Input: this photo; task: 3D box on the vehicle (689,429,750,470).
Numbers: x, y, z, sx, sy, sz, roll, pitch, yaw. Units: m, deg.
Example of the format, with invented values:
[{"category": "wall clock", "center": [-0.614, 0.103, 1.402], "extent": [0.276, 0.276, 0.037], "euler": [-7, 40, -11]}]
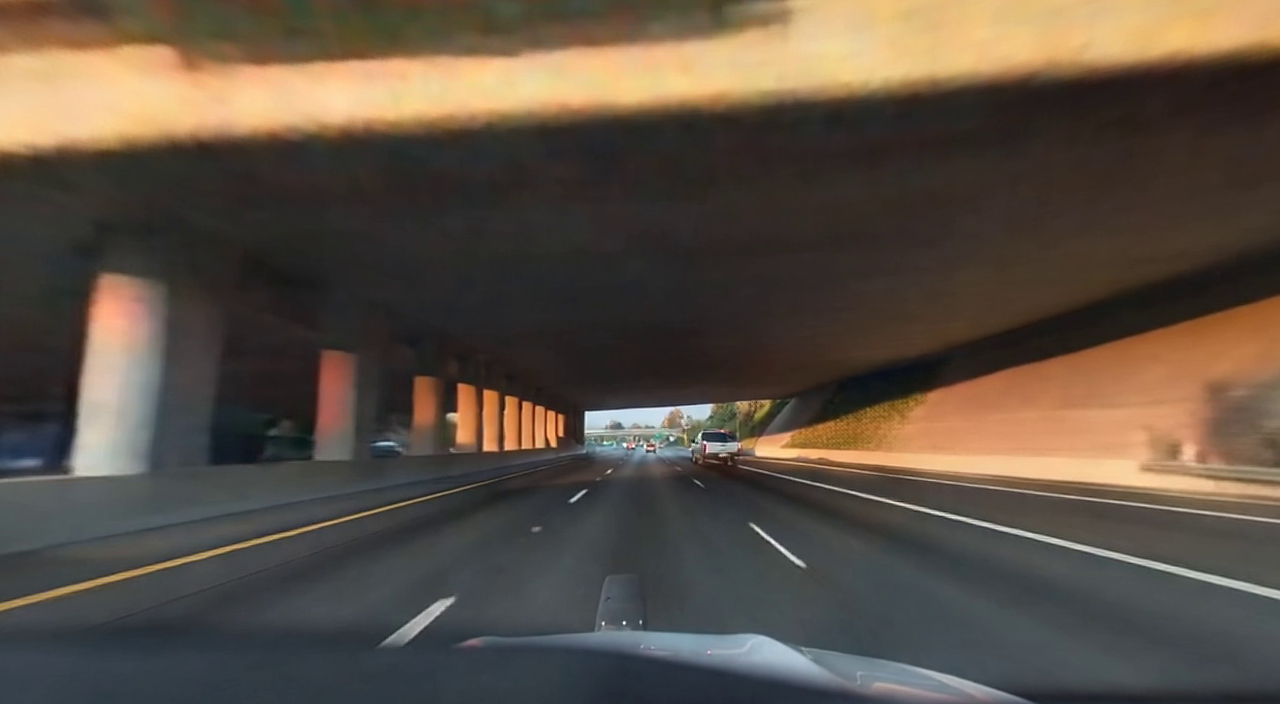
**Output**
[{"category": "vehicle", "center": [4.144, 5.251, 33.945], "extent": [2.505, 2.020, 5.532], "euler": [0, -9, -1]}]
